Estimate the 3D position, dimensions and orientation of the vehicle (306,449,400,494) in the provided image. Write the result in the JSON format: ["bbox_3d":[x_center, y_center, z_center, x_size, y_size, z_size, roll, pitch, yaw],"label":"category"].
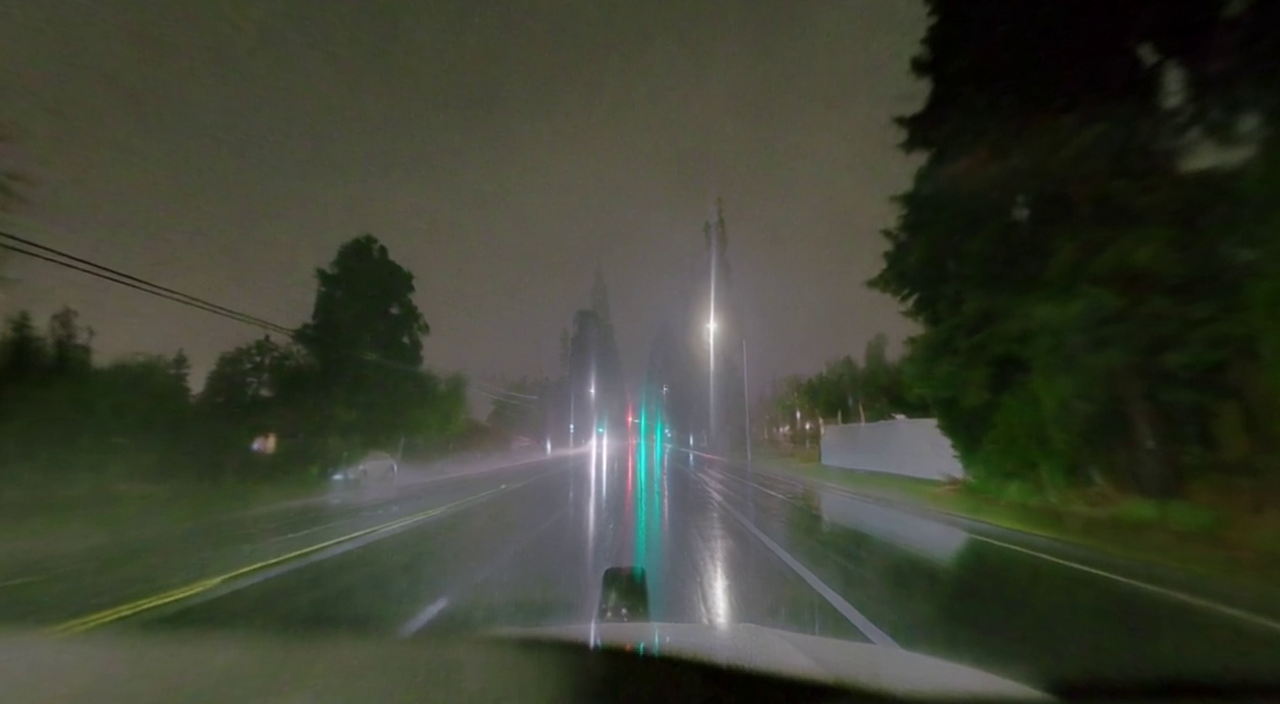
[{"bbox_3d":[-12.407,5.158,27.638,1.921,1.611,4.713,-4,-8,1],"label":"vehicle"}]
